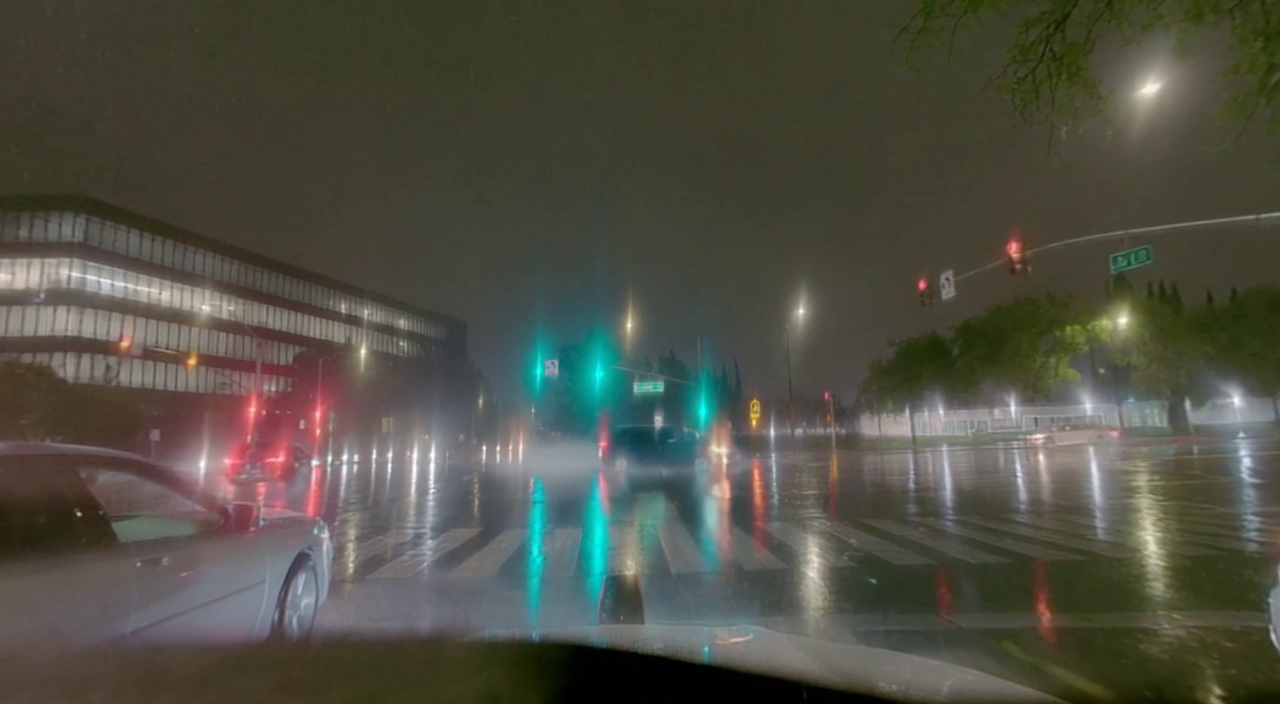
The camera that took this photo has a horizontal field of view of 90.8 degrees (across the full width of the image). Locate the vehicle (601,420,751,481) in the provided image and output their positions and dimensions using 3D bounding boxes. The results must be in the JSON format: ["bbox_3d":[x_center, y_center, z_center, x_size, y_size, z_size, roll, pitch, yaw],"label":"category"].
[{"bbox_3d":[1.173,3.373,21.852,4.778,1.871,2.109,-7,-10,37],"label":"vehicle"}]

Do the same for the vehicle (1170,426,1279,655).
[{"bbox_3d":[4.934,0.985,2.534,1.949,1.449,4.530,-1,-8,5],"label":"vehicle"}]

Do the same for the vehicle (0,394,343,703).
[{"bbox_3d":[-3.074,0.898,2.152,1.919,1.478,4.720,0,-8,-1],"label":"vehicle"}]

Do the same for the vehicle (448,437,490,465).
[{"bbox_3d":[-12.828,7.416,47.534,2.051,1.715,4.346,-3,-6,-2],"label":"vehicle"}]

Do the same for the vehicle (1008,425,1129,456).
[{"bbox_3d":[21.541,4.459,31.873,4.660,1.495,2.007,0,-8,-3],"label":"vehicle"}]
